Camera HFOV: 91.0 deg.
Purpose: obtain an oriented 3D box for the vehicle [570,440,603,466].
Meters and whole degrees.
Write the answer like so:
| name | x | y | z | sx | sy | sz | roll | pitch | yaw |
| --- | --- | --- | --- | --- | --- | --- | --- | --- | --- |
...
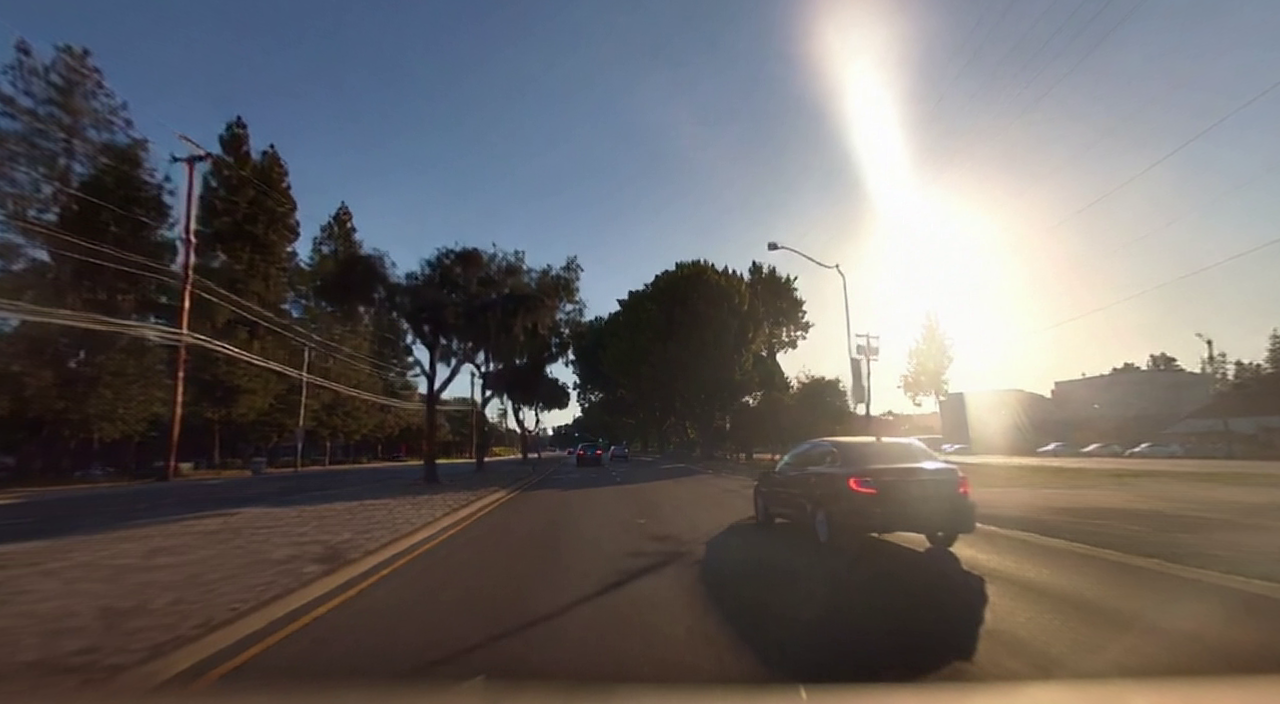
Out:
| name | x | y | z | sx | sy | sz | roll | pitch | yaw |
| --- | --- | --- | --- | --- | --- | --- | --- | --- | --- |
| vehicle | -3.841 | 7.205 | 45.108 | 2.189 | 1.776 | 4.342 | 1 | -9 | -5 |

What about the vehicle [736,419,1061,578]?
| name | x | y | z | sx | sy | sz | roll | pitch | yaw |
| --- | --- | --- | --- | --- | --- | --- | --- | --- | --- |
| vehicle | 3.050 | 1.868 | 8.959 | 2.235 | 1.597 | 4.918 | 1 | -9 | -4 |
